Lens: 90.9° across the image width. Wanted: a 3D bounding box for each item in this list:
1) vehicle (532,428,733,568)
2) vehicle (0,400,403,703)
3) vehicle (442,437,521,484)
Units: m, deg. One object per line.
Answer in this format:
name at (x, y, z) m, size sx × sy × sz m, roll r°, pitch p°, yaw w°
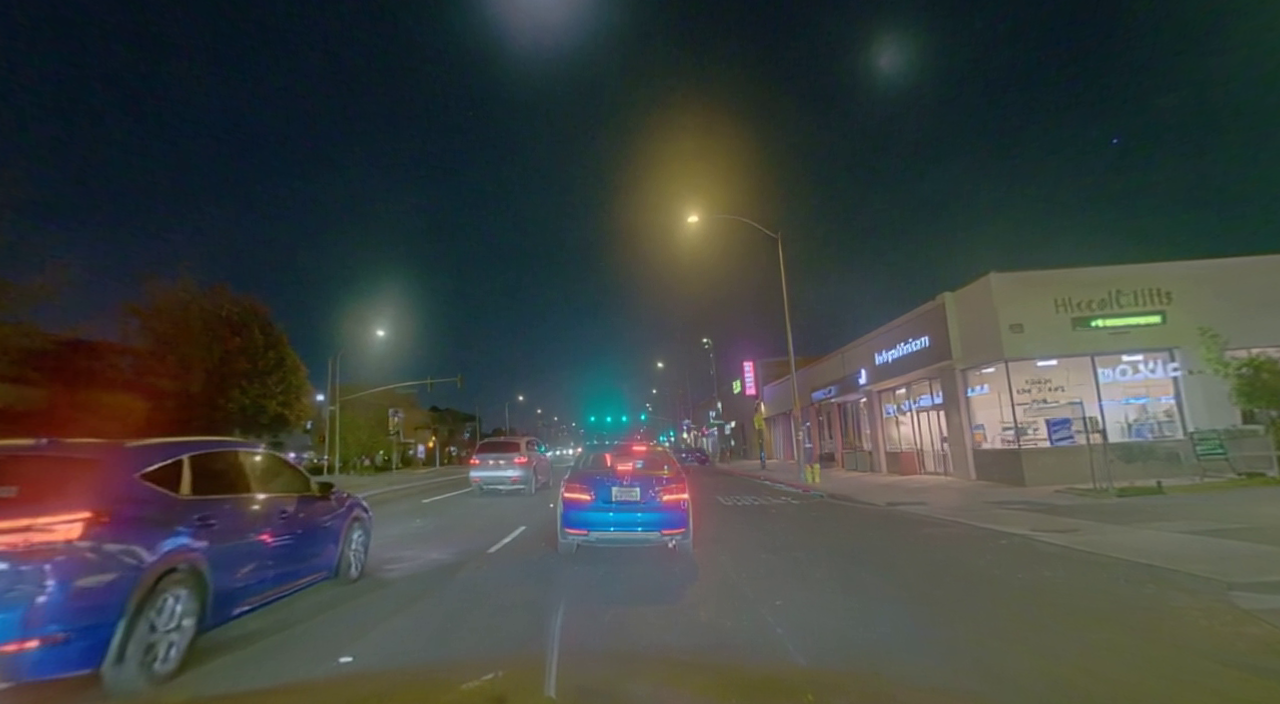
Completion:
vehicle at (-0.087, 1.883, 8.863) m, size 2.160 × 1.482 × 4.037 m, roll 0°, pitch -9°, yaw 0°
vehicle at (-3.448, 1.228, 4.445) m, size 1.905 × 1.473 × 4.016 m, roll 0°, pitch -9°, yaw 1°
vehicle at (-6.186, 4.266, 25.167) m, size 2.095 × 1.682 × 4.371 m, roll 0°, pitch -9°, yaw -1°
